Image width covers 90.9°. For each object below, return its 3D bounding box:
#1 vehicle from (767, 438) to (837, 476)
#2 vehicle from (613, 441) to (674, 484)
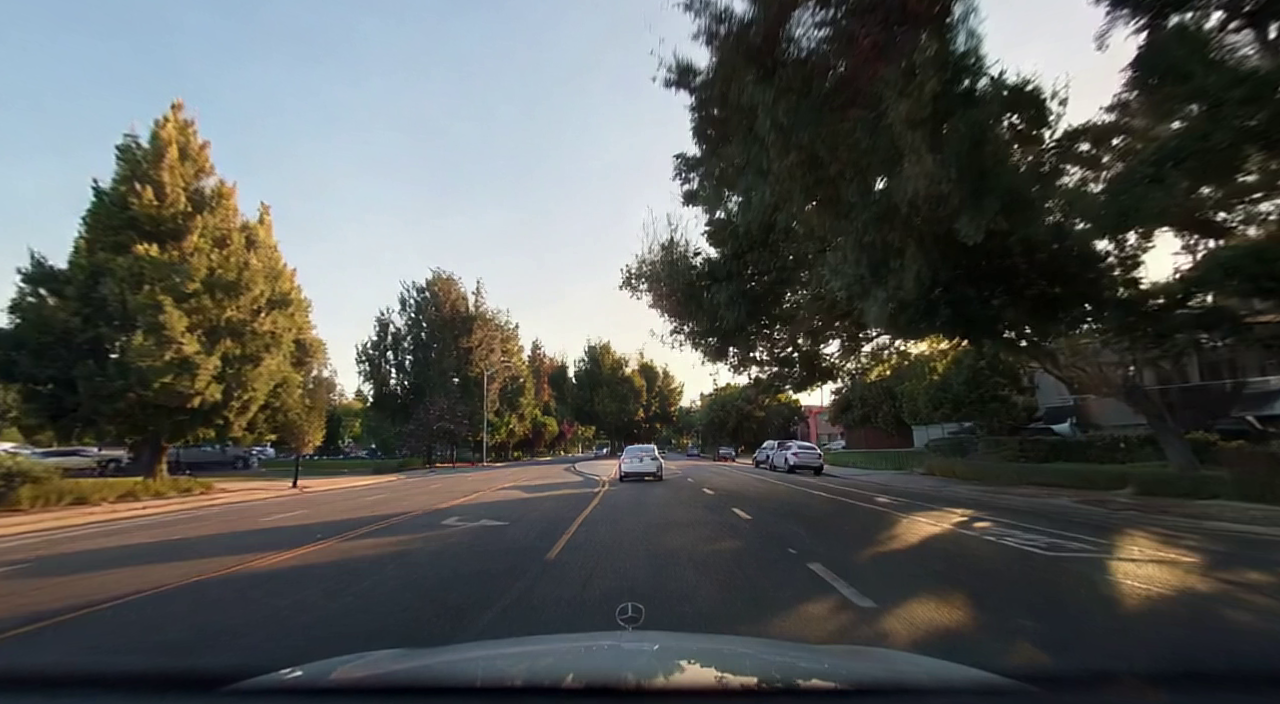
[{"bbox_3d":[8.273,5.411,32.772,2.185,1.818,5.038,0,-8,-2],"label":"vehicle"},{"bbox_3d":[0.103,4.134,23.880,2.099,1.470,4.302,0,-8,0],"label":"vehicle"}]
